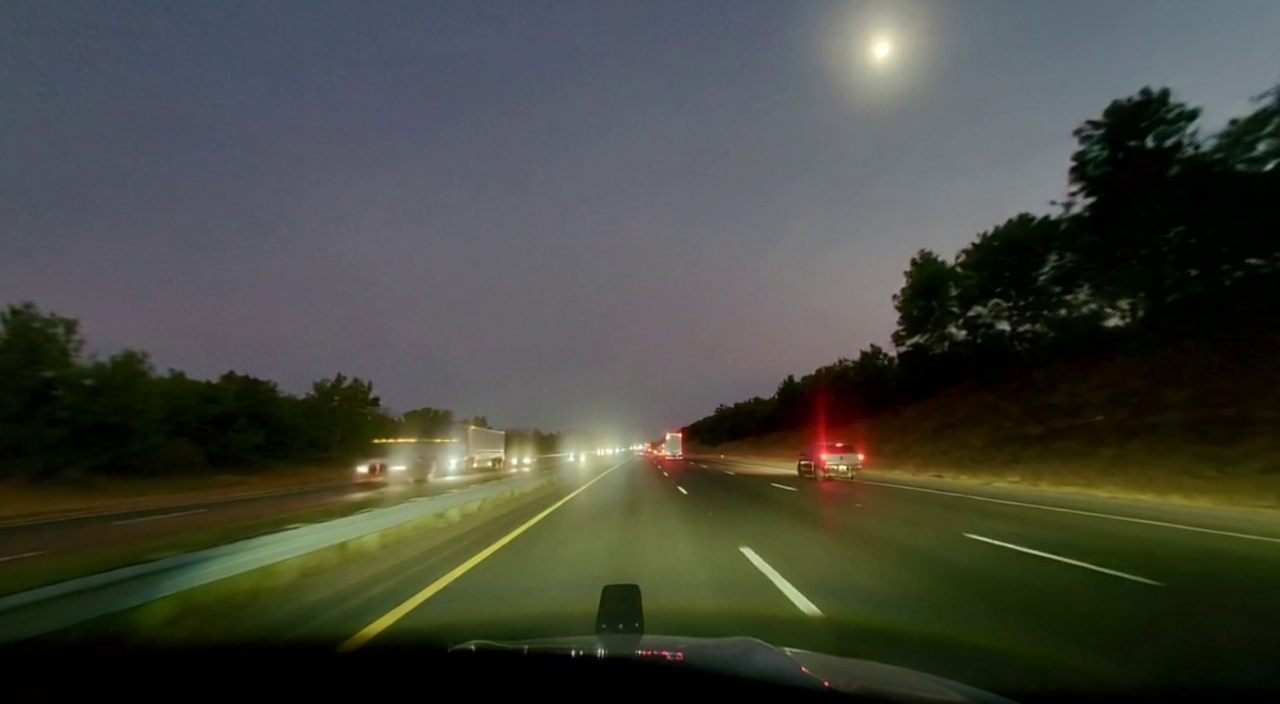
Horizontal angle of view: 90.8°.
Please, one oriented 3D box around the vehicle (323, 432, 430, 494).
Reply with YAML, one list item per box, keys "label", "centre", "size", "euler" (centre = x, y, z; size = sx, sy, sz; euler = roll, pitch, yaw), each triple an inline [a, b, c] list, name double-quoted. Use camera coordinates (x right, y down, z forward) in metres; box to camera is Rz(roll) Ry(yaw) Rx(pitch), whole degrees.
- label: "vehicle"
  centre: [-12.398, 5.254, 30.396]
  size: [2.392, 2.623, 6.454]
  euler: [0, -9, 0]
